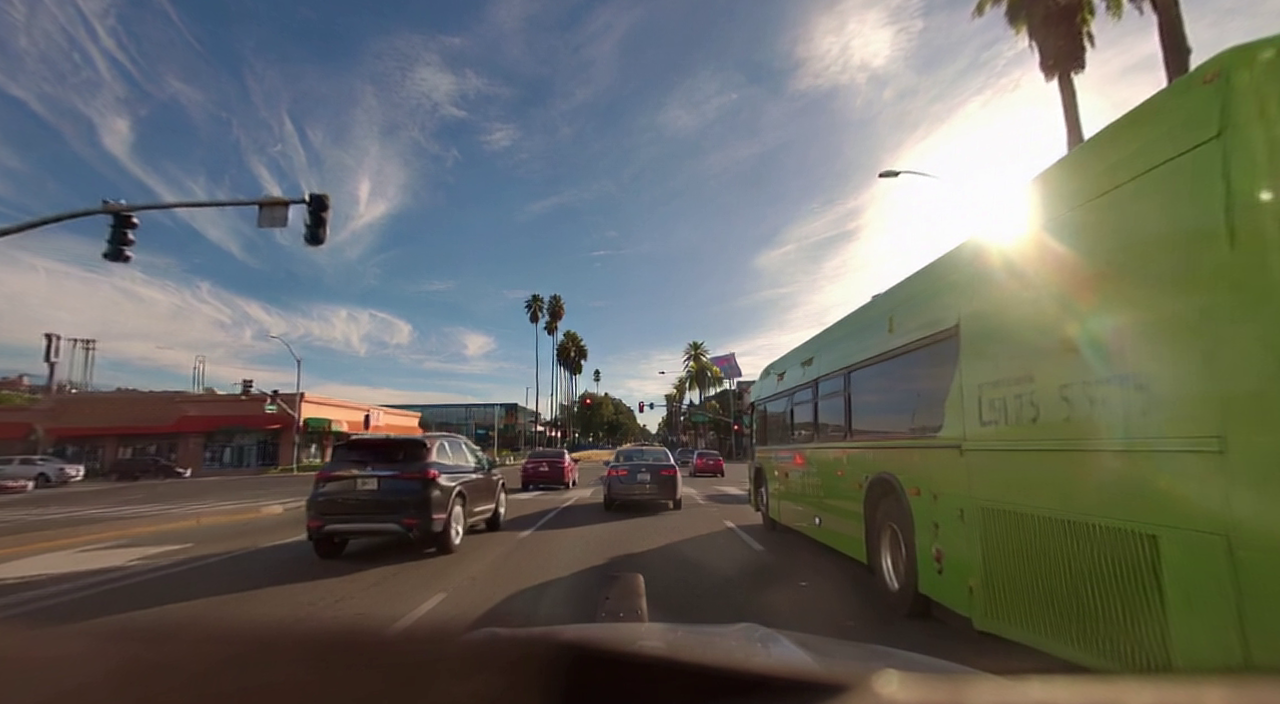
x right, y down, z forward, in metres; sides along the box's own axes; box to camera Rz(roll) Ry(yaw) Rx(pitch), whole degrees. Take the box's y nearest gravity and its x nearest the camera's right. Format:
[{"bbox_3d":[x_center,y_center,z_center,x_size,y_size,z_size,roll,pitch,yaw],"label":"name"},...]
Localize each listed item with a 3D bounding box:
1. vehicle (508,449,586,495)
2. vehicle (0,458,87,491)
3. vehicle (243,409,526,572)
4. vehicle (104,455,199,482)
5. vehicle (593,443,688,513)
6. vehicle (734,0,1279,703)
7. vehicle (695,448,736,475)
[{"bbox_3d":[-3.061,4.050,21.716,1.919,1.415,4.178,-1,-9,2],"label":"vehicle"},{"bbox_3d":[-36.738,7.304,37.854,4.855,1.812,2.153,1,-9,-6],"label":"vehicle"},{"bbox_3d":[-3.353,1.945,9.709,2.145,1.824,4.974,0,-9,2],"label":"vehicle"},{"bbox_3d":[-34.737,8.297,45.043,4.872,1.622,2.022,-1,-8,-7],"label":"vehicle"},{"bbox_3d":[0.034,3.025,15.636,2.060,1.499,3.831,0,-9,1],"label":"vehicle"},{"bbox_3d":[3.758,0.511,8.127,3.068,4.026,13.534,0,-9,0],"label":"vehicle"},{"bbox_3d":[4.496,6.555,37.990,1.989,1.467,4.364,0,-9,1],"label":"vehicle"}]
